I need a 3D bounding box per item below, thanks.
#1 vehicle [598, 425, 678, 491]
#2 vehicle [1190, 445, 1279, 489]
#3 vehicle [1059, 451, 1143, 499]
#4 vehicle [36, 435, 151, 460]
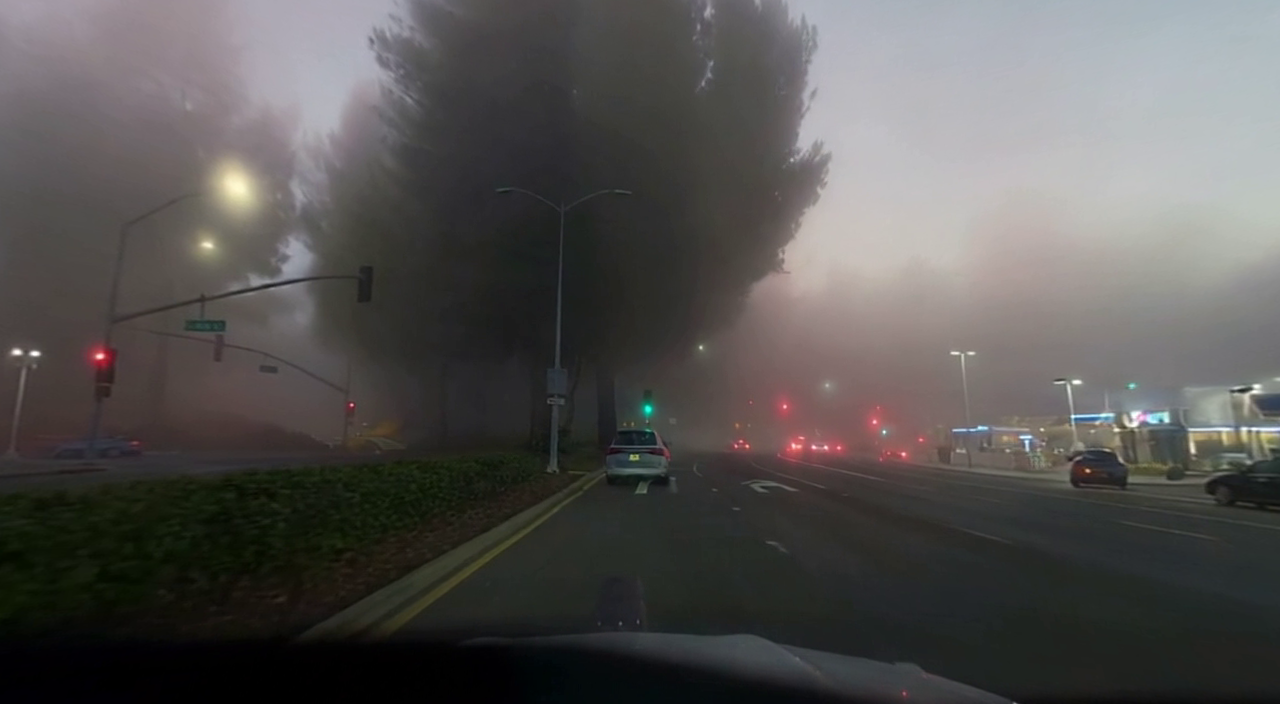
[{"bbox_3d":[-0.068,3.025,18.289,2.055,1.655,4.204,0,-9,0],"label":"vehicle"},{"bbox_3d":[24.190,4.397,24.339,4.331,1.604,1.858,1,-9,-5],"label":"vehicle"},{"bbox_3d":[16.312,4.268,22.479,2.099,1.464,4.615,-6,-10,35],"label":"vehicle"},{"bbox_3d":[-32.512,5.694,37.722,4.749,1.463,1.871,2,-9,-11],"label":"vehicle"}]
